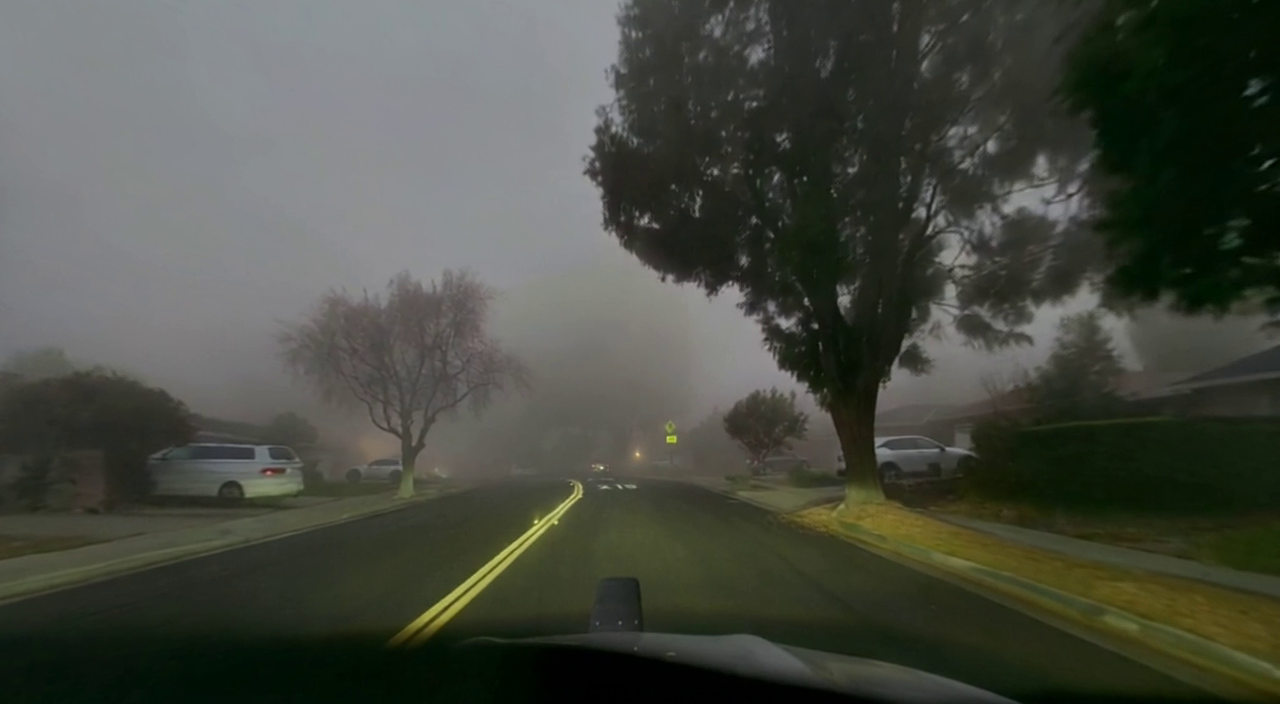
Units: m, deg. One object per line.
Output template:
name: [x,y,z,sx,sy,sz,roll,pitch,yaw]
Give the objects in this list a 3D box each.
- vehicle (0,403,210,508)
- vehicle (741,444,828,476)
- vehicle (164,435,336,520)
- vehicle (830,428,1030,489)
vehicle: [-14.171,2.484,15.204,5.662,2.292,2.422,1,-10,-14]
vehicle: [8.065,6.023,35.381,4.284,1.522,1.893,0,-8,-19]
vehicle: [-10.283,3.292,17.221,2.073,1.899,4.869,0,-9,-7]
vehicle: [9.266,3.363,20.238,5.751,1.733,2.138,2,-9,-17]
